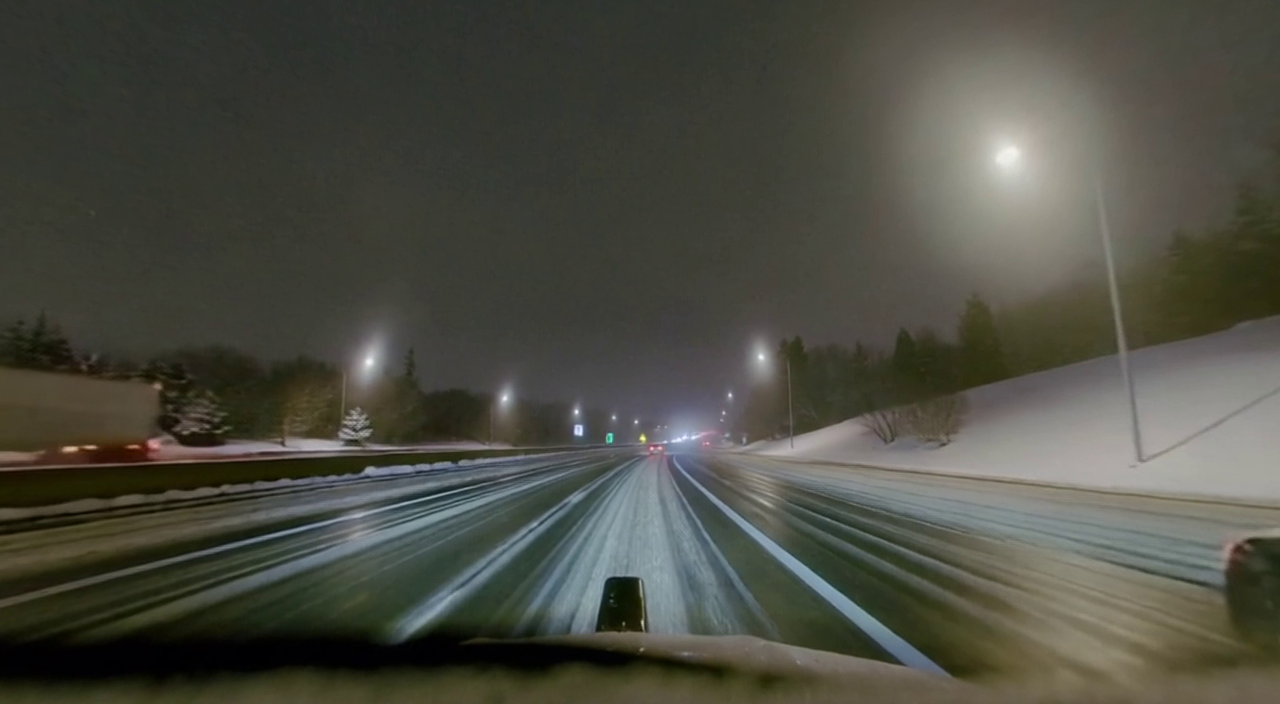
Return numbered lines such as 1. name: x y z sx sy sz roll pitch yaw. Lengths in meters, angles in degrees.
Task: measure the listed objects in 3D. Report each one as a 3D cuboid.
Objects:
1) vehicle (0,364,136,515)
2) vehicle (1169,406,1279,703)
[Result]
1. vehicle: -14.133 1.624 11.493 2.843 2.970 8.404 -2 -9 1
2. vehicle: 3.681 0.705 0.794 1.999 1.492 4.673 0 -8 1
